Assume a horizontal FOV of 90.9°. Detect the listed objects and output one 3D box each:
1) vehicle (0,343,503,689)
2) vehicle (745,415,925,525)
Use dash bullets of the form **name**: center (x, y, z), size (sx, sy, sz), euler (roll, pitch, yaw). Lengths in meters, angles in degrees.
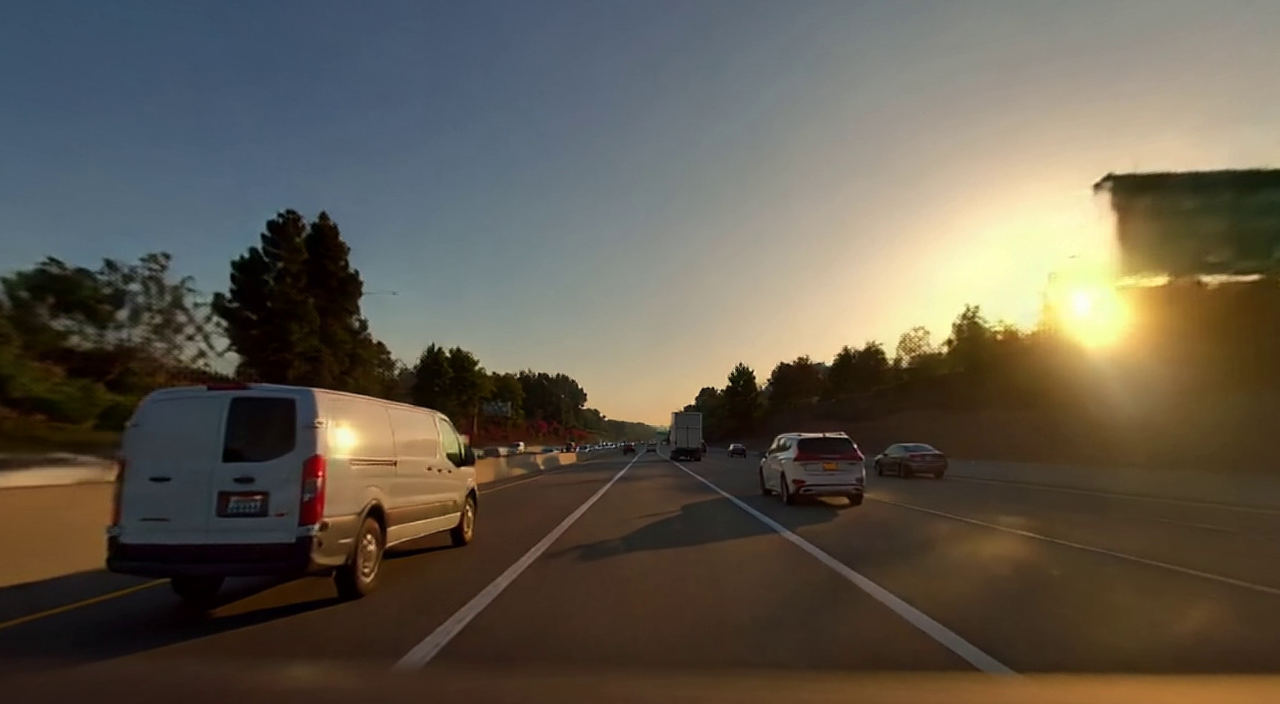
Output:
- **vehicle**: center (-3.114, 1.296, 6.270), size (2.159, 1.922, 5.345), euler (0, -8, 1)
- **vehicle**: center (3.728, 2.367, 13.206), size (2.209, 1.862, 4.717), euler (0, -8, 0)
